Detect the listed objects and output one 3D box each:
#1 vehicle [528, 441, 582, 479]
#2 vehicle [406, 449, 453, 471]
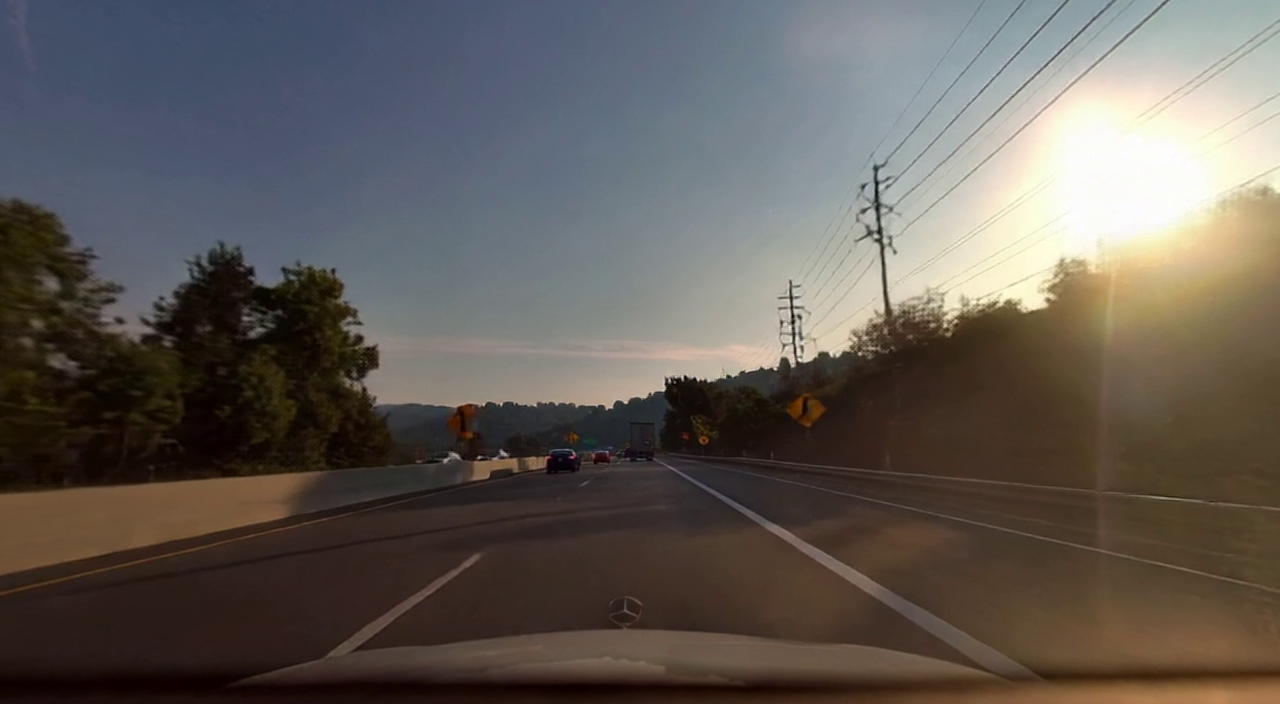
[{"bbox_3d":[-4.131,5.301,31.251,2.111,1.735,4.066,0,-9,0],"label":"vehicle"},{"bbox_3d":[-16.042,8.256,48.348,1.956,1.544,4.599,0,-9,1],"label":"vehicle"}]
